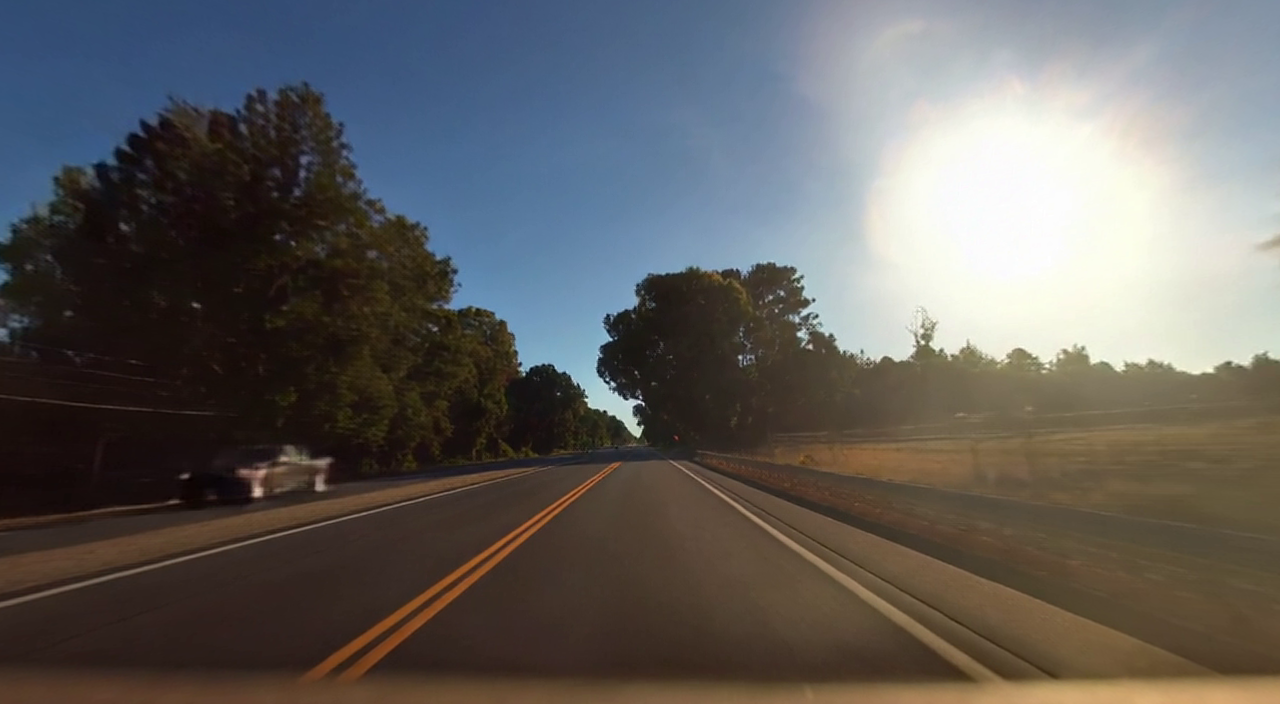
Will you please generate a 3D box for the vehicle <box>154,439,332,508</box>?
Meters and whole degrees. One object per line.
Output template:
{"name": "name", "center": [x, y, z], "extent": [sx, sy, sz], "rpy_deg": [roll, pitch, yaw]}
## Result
{"name": "vehicle", "center": [-10.779, 3.290, 17.612], "extent": [1.953, 1.670, 4.511], "rpy_deg": [0, -8, 1]}
